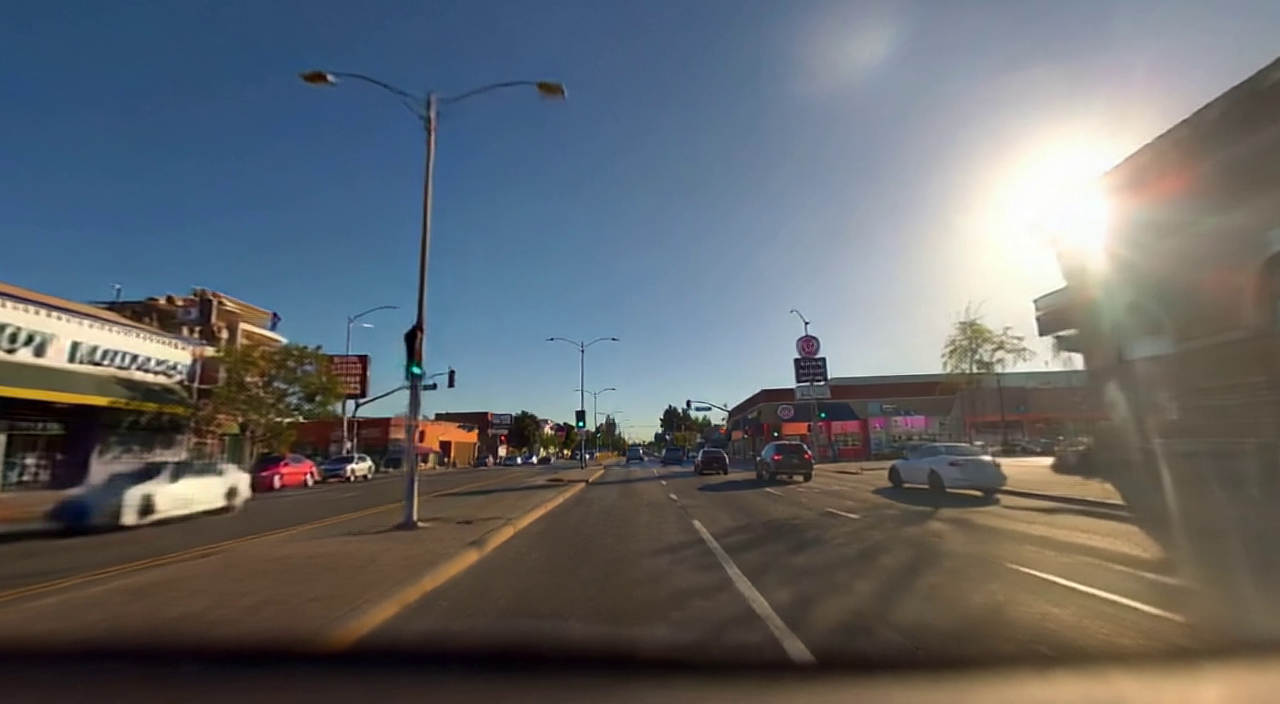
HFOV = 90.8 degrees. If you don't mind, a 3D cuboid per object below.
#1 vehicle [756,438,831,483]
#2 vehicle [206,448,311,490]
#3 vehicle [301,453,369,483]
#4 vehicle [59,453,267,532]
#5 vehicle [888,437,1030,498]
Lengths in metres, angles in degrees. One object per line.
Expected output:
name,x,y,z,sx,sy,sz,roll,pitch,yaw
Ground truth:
vehicle,6.258,4.462,26.309,1.974,1.679,4.611,0,-8,1
vehicle,-17.991,5.569,30.111,1.944,1.794,4.849,0,-10,0
vehicle,-18.185,6.913,37.935,1.882,1.645,4.511,0,-8,-1
vehicle,-10.949,3.228,14.948,1.792,1.584,3.937,0,-10,0
vehicle,9.842,3.574,19.990,2.019,1.694,4.491,0,-8,-2
